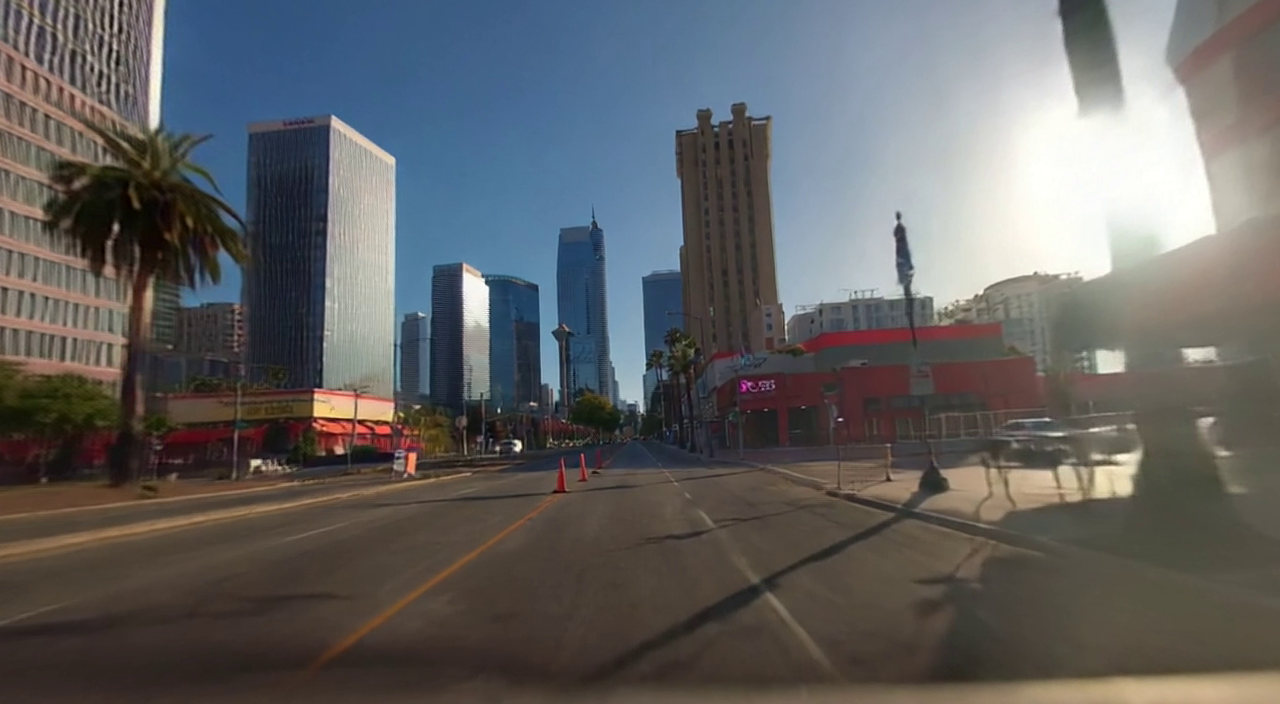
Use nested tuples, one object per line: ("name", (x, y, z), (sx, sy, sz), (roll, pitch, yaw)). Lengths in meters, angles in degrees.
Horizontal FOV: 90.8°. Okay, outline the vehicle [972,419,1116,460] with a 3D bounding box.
("vehicle", (16.386, 3.553, 25.664), (5.091, 1.528, 1.972), (2, -9, -16))
